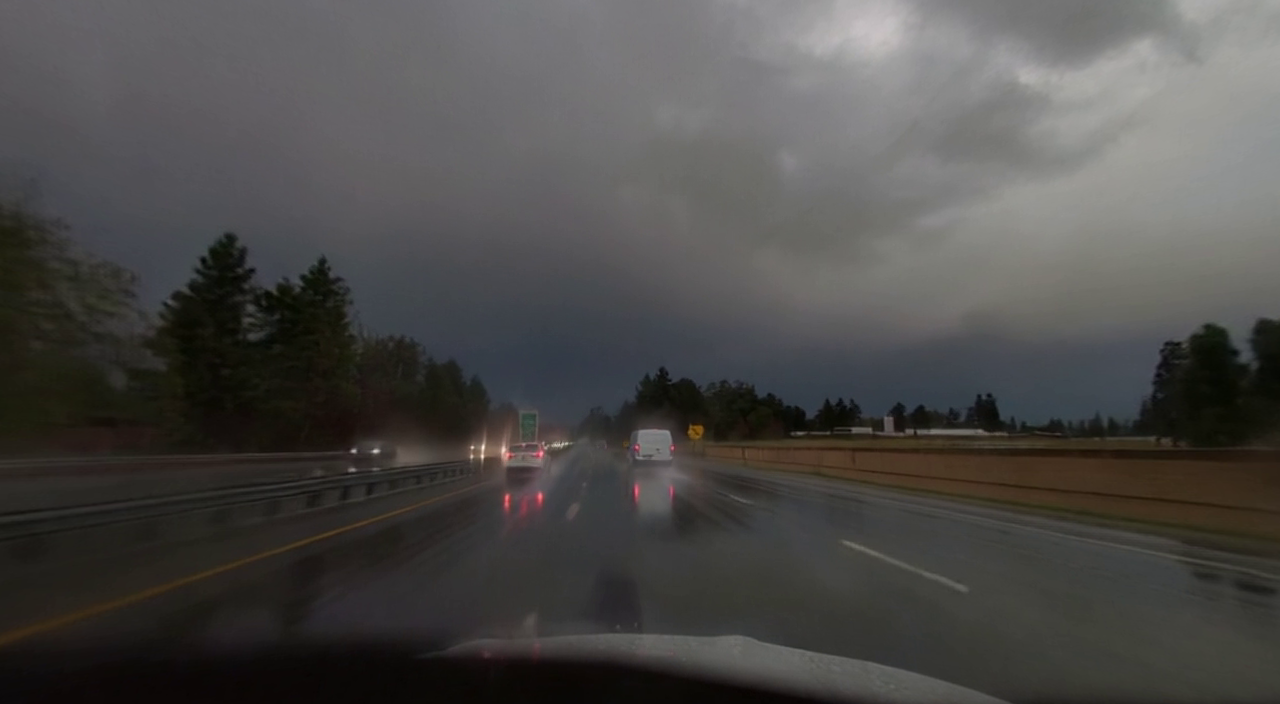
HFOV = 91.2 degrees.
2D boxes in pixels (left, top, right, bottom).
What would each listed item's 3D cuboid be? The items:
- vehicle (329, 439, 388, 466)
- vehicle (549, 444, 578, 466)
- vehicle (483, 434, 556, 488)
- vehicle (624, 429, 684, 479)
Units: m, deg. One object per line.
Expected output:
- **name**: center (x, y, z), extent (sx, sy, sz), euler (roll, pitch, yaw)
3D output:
- **vehicle**: center (-18.034, 6.483, 40.413), extent (1.983, 1.629, 4.235), euler (0, -9, -3)
- **vehicle**: center (-5.513, 7.519, 45.798), extent (1.809, 1.510, 4.235), euler (0, -9, -3)
- **vehicle**: center (-4.189, 3.878, 22.530), extent (1.963, 1.711, 4.284), euler (0, -9, -3)
- **vehicle**: center (0.503, 4.397, 27.061), extent (2.179, 1.930, 4.538), euler (0, -9, -4)
